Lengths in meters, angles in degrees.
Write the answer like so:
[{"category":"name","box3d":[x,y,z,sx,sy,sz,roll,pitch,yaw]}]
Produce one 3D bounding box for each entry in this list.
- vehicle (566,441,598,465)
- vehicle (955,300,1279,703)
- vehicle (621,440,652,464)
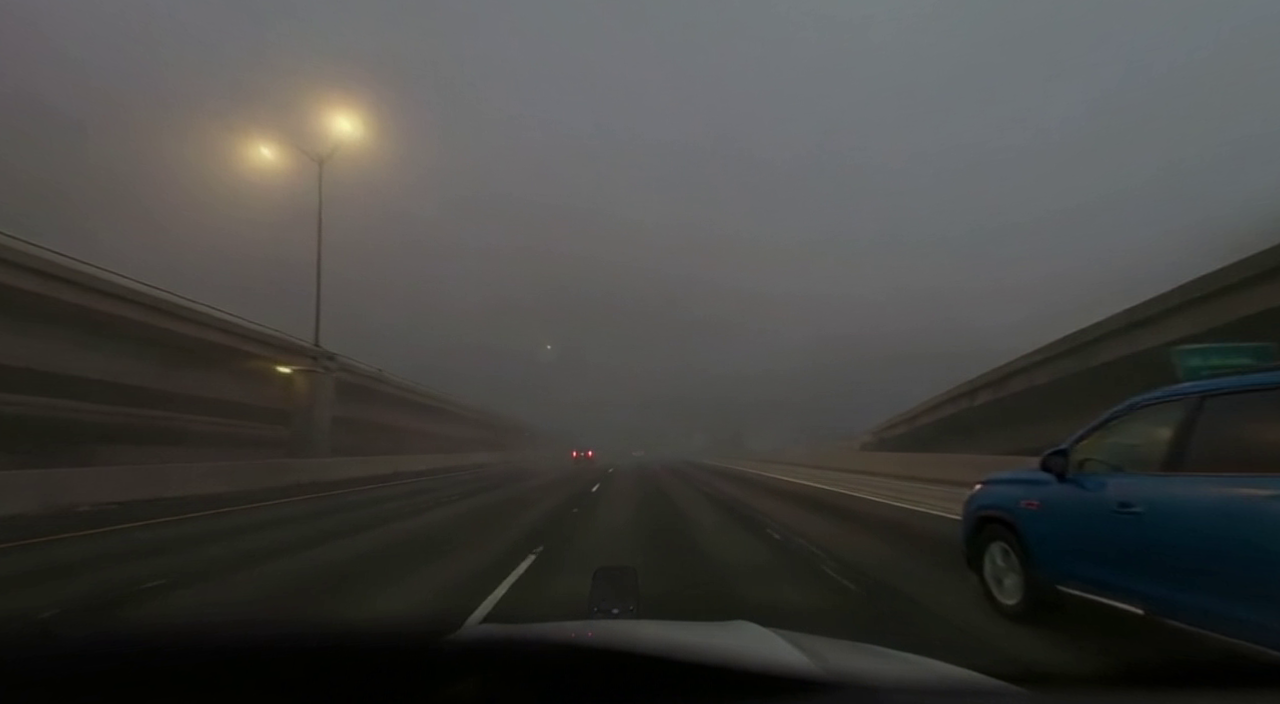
[{"category":"vehicle","box3d":[-4.156,7.305,45.939,2.000,1.646,4.201,0,-8,-1]},{"category":"vehicle","box3d":[3.706,0.730,2.596,2.288,1.841,4.779,0,-8,-1]},{"category":"vehicle","box3d":[-0.277,7.313,46.325,2.132,1.657,3.967,0,-8,-1]}]
